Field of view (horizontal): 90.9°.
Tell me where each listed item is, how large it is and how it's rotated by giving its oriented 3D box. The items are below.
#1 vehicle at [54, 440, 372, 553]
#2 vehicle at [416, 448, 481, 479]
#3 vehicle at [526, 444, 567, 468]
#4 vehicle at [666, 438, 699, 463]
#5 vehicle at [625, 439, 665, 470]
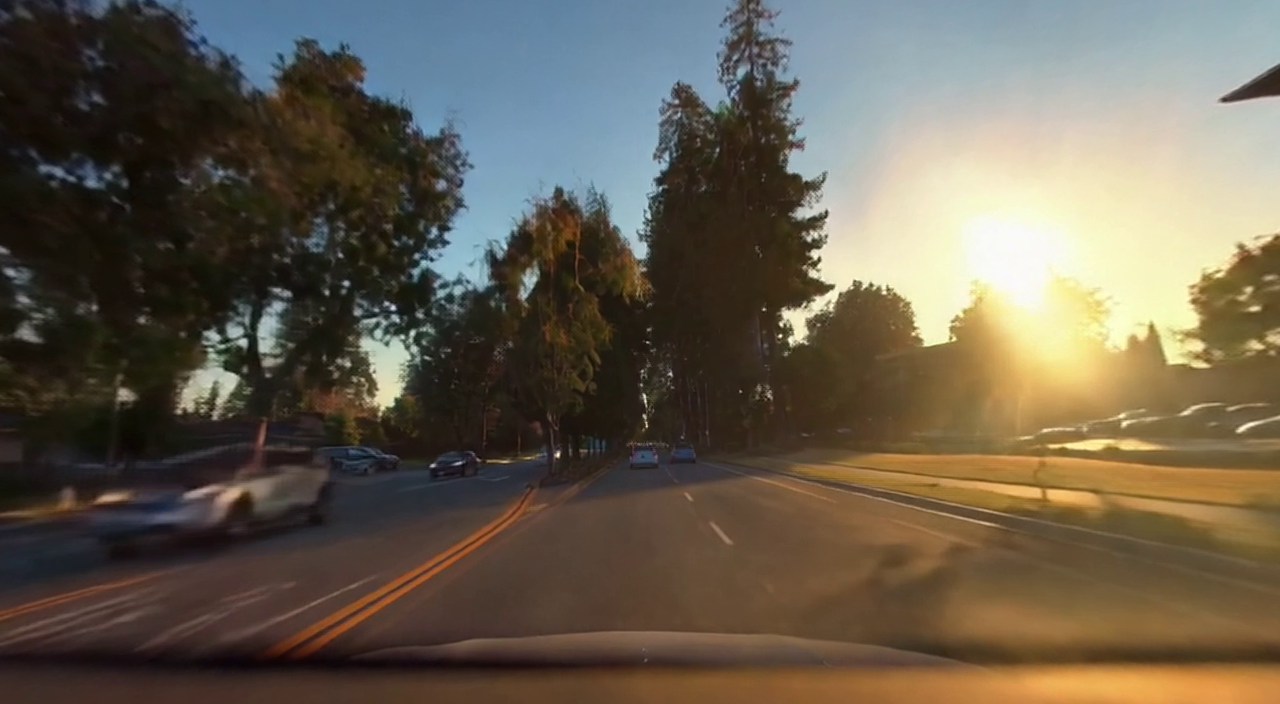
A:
[{"bbox_3d":[-6.748,2.289,10.857,2.081,1.477,4.760,0,-8,1],"label":"vehicle"},{"bbox_3d":[-9.950,5.794,33.149,1.932,1.484,4.683,0,-8,1],"label":"vehicle"},{"bbox_3d":[-6.331,7.068,43.033,2.020,1.512,4.296,0,-8,1],"label":"vehicle"},{"bbox_3d":[3.240,7.582,48.522,2.189,1.766,4.495,0,-8,0],"label":"vehicle"},{"bbox_3d":[0.234,5.659,34.977,2.109,1.612,3.963,0,-8,-1],"label":"vehicle"}]
